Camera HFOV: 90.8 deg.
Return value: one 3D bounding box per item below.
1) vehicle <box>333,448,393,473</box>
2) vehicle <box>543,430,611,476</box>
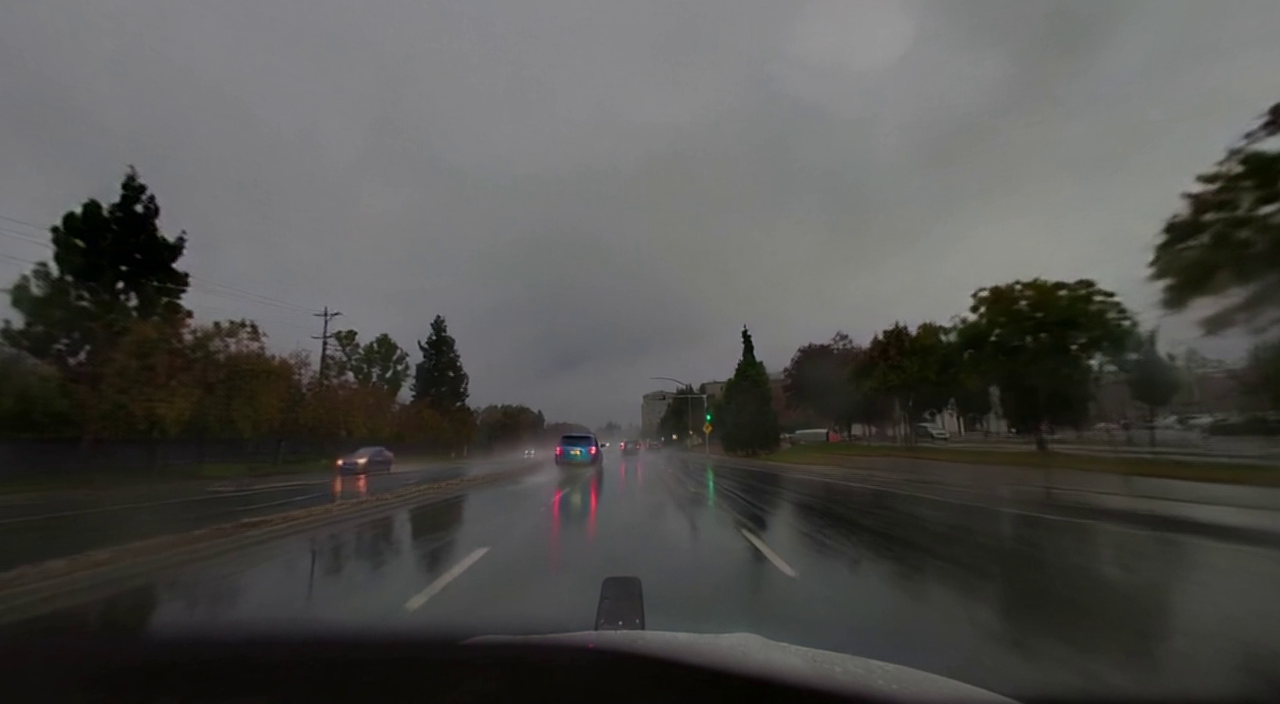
[{"bbox_3d":[-17.716,6.927,40.676,1.895,1.502,4.711,0,-9,-2],"label":"vehicle"},{"bbox_3d":[-2.432,4.084,25.648,2.174,1.703,4.231,0,-9,2],"label":"vehicle"}]
